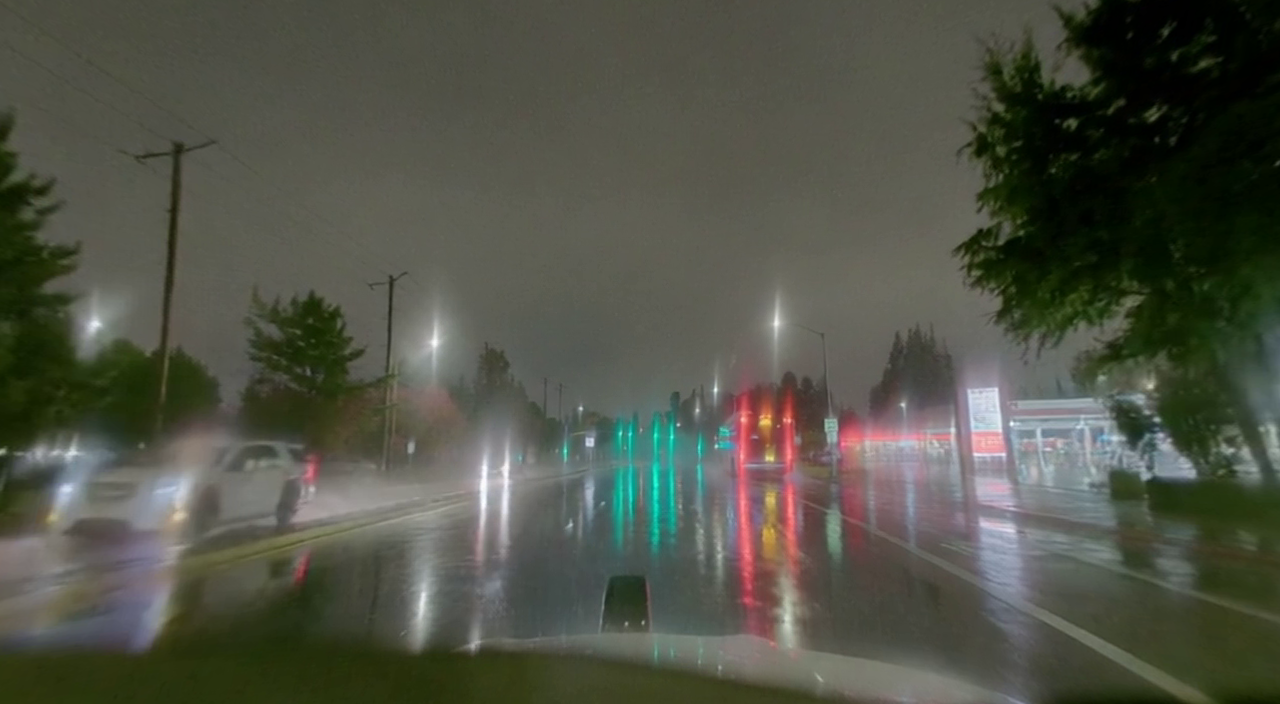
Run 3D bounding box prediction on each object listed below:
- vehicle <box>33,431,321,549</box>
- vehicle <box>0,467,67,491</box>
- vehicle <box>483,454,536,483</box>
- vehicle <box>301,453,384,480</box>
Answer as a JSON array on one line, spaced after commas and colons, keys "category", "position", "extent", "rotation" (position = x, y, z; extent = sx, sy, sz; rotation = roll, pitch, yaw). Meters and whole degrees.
[{"category": "vehicle", "position": [-7.934, 2.372, 11.446], "extent": [1.982, 1.722, 4.070], "rotation": [-1, -9, 2]}, {"category": "vehicle", "position": [-43.060, 8.752, 43.334], "extent": [2.287, 1.527, 4.946], "rotation": [-2, -10, 7]}, {"category": "vehicle", "position": [-7.126, 6.390, 34.806], "extent": [1.900, 1.481, 4.317], "rotation": [0, -9, 1]}, {"category": "vehicle", "position": [-22.751, 8.712, 48.407], "extent": [2.284, 1.855, 5.392], "rotation": [-4, -10, 27]}]
